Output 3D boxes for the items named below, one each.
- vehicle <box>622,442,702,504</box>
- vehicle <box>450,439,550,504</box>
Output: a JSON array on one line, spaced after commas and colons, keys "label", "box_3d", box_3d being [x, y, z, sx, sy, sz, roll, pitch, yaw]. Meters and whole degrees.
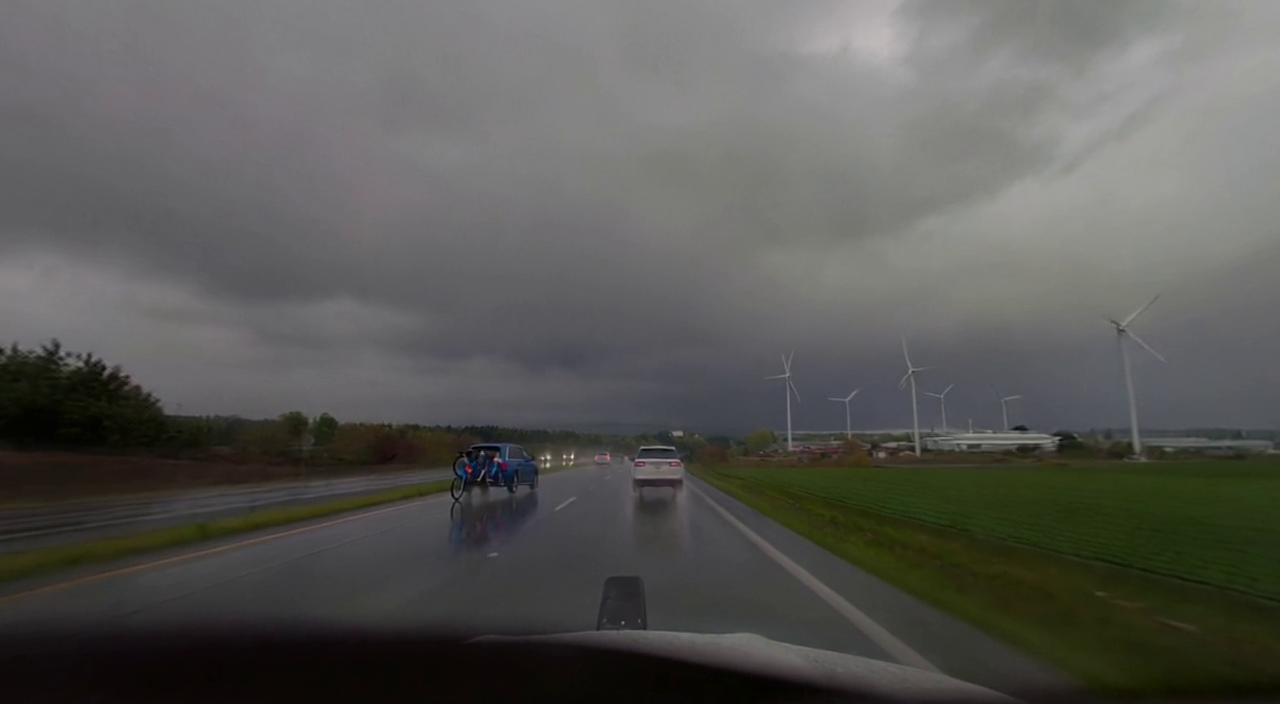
[{"label": "vehicle", "box_3d": [0.552, 3.435, 18.270, 2.063, 1.582, 3.955, 0, -9, -1]}, {"label": "vehicle", "box_3d": [-3.954, 3.450, 18.572, 1.962, 1.681, 4.033, 0, -9, 1]}]
